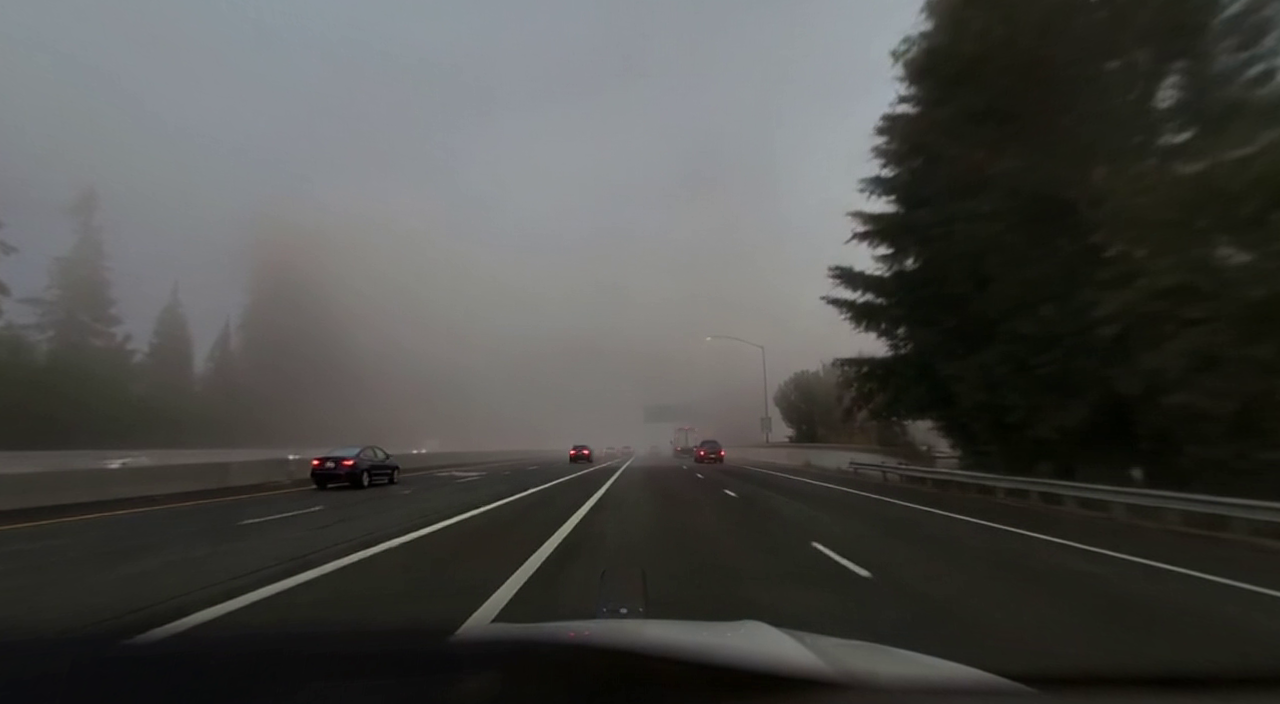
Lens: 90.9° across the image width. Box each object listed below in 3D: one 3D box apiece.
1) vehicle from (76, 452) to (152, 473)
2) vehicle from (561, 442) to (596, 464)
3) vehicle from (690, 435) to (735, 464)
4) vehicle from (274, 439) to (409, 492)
[{"bbox_3d":[-40.626,8.518,48.884,1.774,1.472,4.700,0,-8,1],"label":"vehicle"},{"bbox_3d":[-4.391,7.299,45.806,1.981,1.473,4.317,0,-8,2],"label":"vehicle"},{"bbox_3d":[5.100,6.985,45.341,2.355,1.930,6.633,0,-8,-1],"label":"vehicle"},{"bbox_3d":[-9.258,3.531,20.052,1.899,1.465,4.589,0,-8,2],"label":"vehicle"}]
